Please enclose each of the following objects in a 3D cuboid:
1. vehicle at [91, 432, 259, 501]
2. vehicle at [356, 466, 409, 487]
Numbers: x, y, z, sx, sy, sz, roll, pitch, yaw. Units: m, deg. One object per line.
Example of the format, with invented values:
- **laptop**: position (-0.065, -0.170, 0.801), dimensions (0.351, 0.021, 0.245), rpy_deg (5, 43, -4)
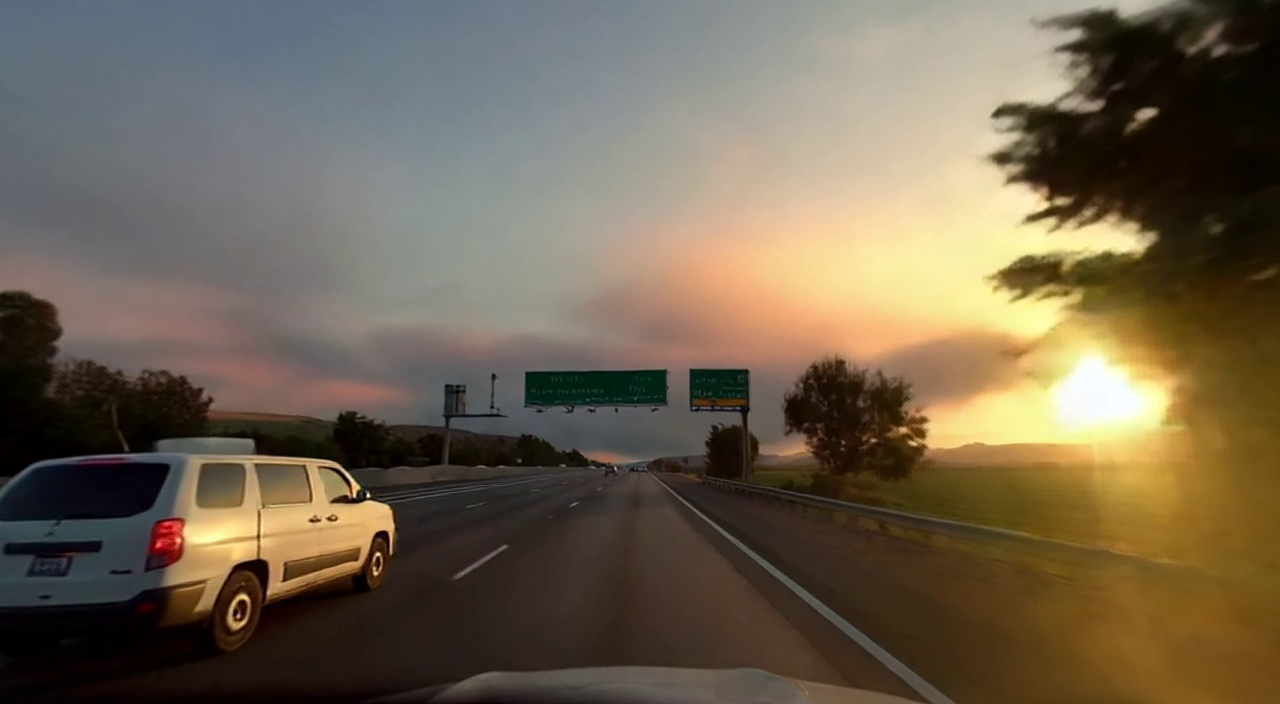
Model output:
- **vehicle**: position (-19.134, 4.790, 26.468), dimensions (2.391, 2.511, 5.870), rpy_deg (1, -10, 1)
- **vehicle**: position (-19.070, 9.233, 46.894), dimensions (1.862, 1.447, 4.666), rpy_deg (1, -10, 1)
